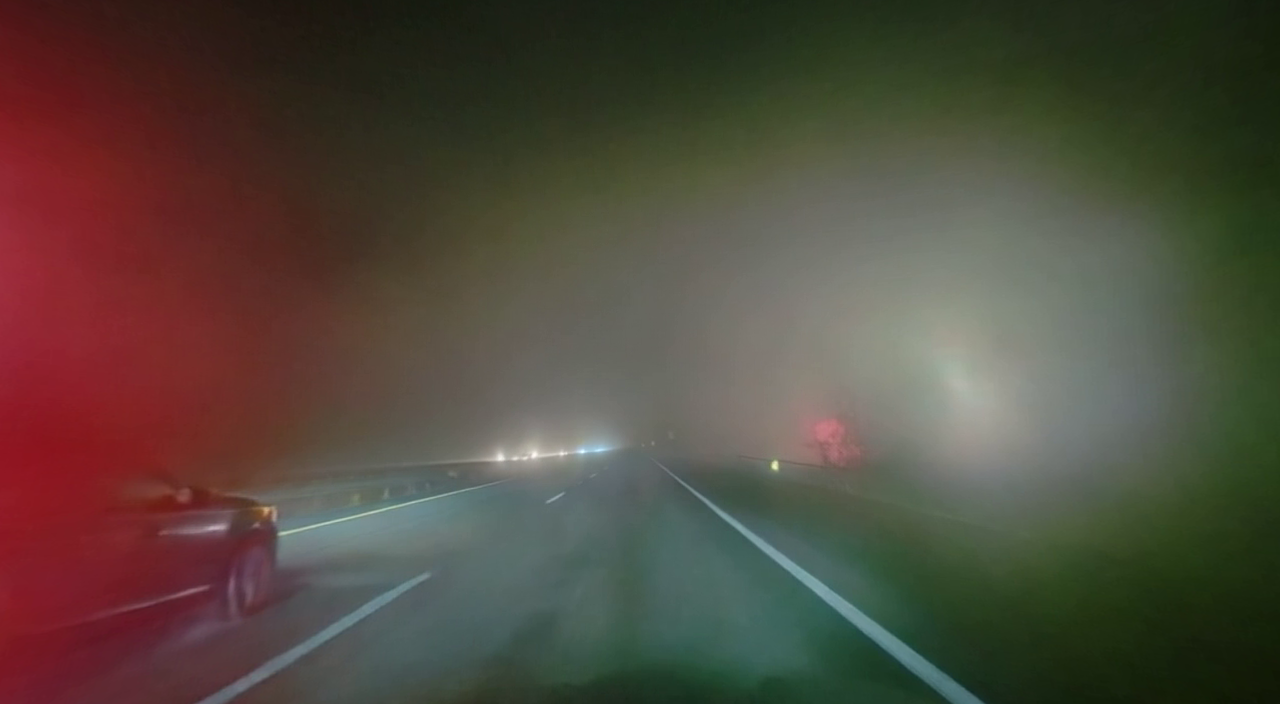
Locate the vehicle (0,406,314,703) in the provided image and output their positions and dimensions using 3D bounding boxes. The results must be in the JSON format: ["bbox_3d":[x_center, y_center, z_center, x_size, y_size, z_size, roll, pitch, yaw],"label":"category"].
[{"bbox_3d":[-3.965,1.098,3.243,2.118,1.562,4.541,0,-9,0],"label":"vehicle"}]
